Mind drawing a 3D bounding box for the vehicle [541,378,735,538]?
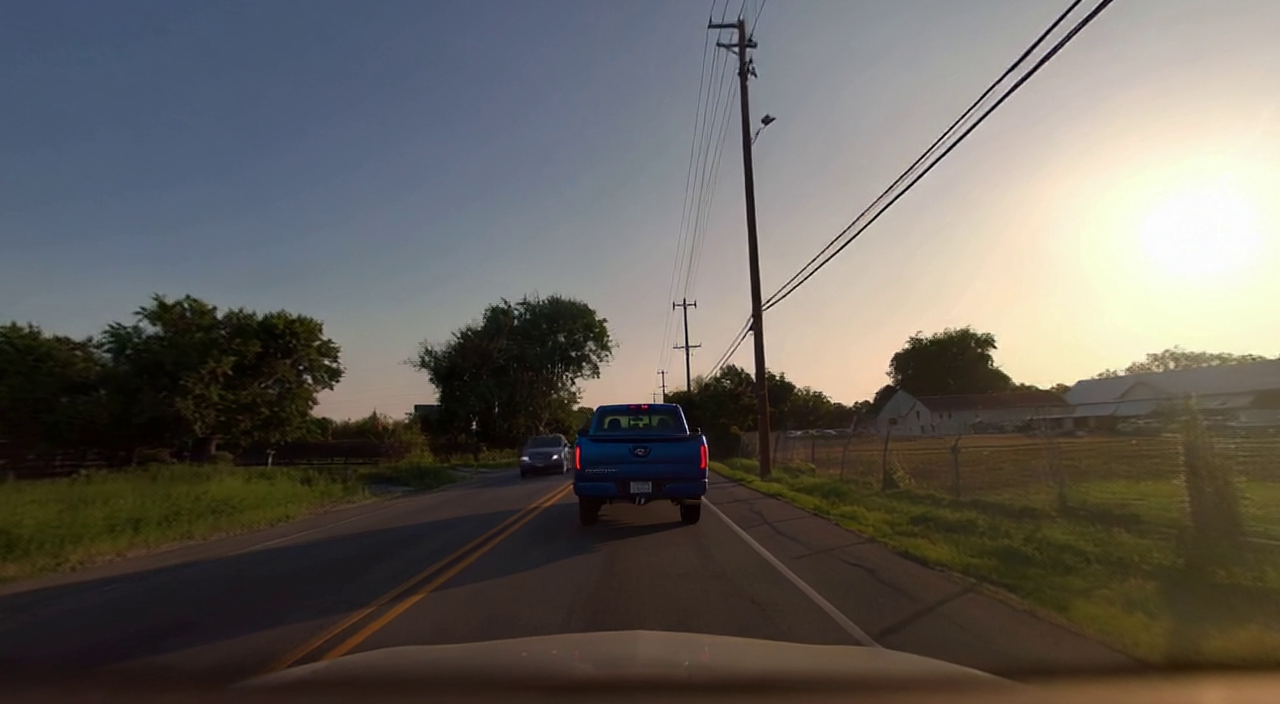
[{"bbox_3d":[-0.075,1.914,11.851,2.693,2.223,5.885,0,-8,-1],"label":"vehicle"}]
